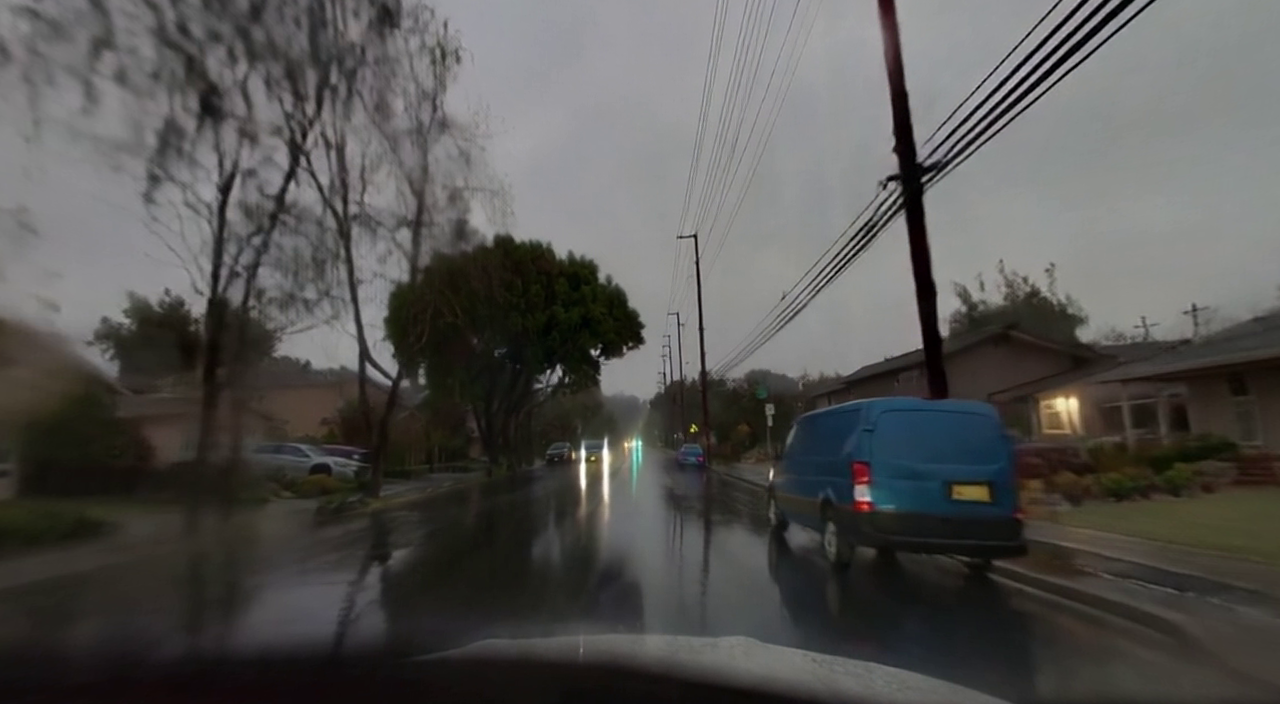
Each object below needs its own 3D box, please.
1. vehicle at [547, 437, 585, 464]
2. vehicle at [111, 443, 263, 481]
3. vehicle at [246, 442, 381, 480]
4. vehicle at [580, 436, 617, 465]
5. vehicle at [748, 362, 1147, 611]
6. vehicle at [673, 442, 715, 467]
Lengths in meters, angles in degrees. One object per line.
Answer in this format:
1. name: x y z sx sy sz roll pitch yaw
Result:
1. vehicle: -5.555 7.524 48.168 2.263 1.915 5.071 0 -8 1
2. vehicle: -18.435 4.473 25.874 4.615 1.482 2.073 0 -8 2
3. vehicle: -13.284 4.454 25.948 4.443 1.475 1.932 0 -9 -1
4. vehicle: -2.747 6.686 43.027 2.032 1.836 4.520 0 -8 2
5. vehicle: 3.015 1.497 7.935 2.311 2.069 5.156 0 -8 -1
6. vehicle: 3.314 6.373 39.362 1.944 1.439 4.500 0 -9 -4
